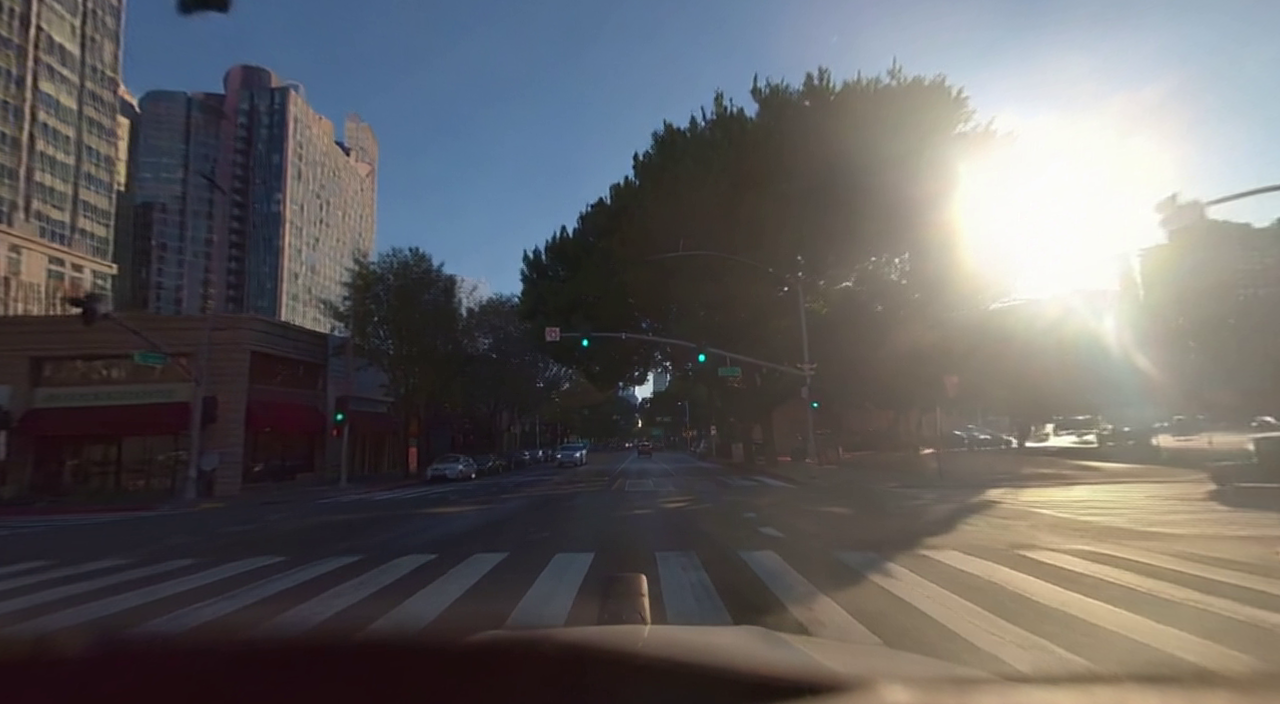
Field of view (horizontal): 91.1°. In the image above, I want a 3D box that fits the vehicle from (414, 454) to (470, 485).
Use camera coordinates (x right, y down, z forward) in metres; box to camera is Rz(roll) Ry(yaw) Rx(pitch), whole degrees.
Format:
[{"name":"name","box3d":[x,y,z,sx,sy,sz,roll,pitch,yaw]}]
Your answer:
[{"name":"vehicle","box3d":[-12.053,7.169,38.571,1.910,1.511,4.565,-1,-7,1]}]
